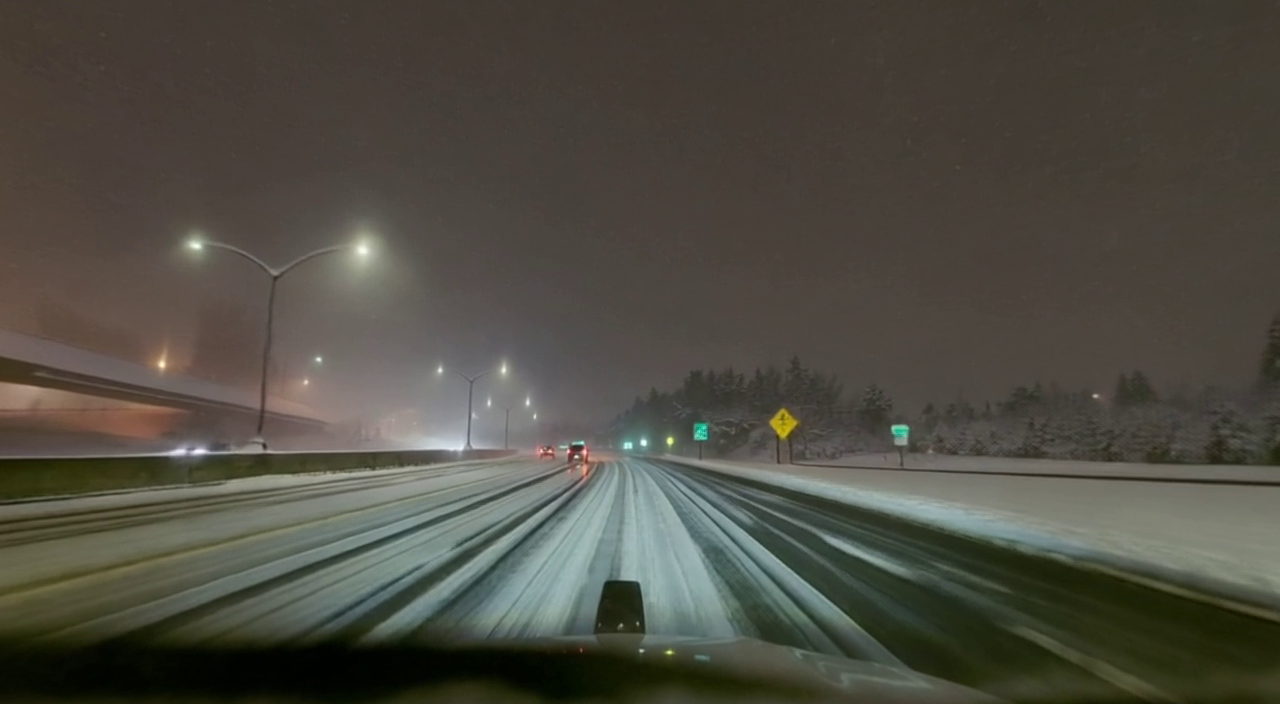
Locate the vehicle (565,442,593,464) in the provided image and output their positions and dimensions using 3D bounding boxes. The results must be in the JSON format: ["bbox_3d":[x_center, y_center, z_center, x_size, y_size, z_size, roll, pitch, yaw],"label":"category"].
[{"bbox_3d":[-4.737,7.881,49.434,1.971,1.643,4.009,0,-8,-2],"label":"vehicle"}]
